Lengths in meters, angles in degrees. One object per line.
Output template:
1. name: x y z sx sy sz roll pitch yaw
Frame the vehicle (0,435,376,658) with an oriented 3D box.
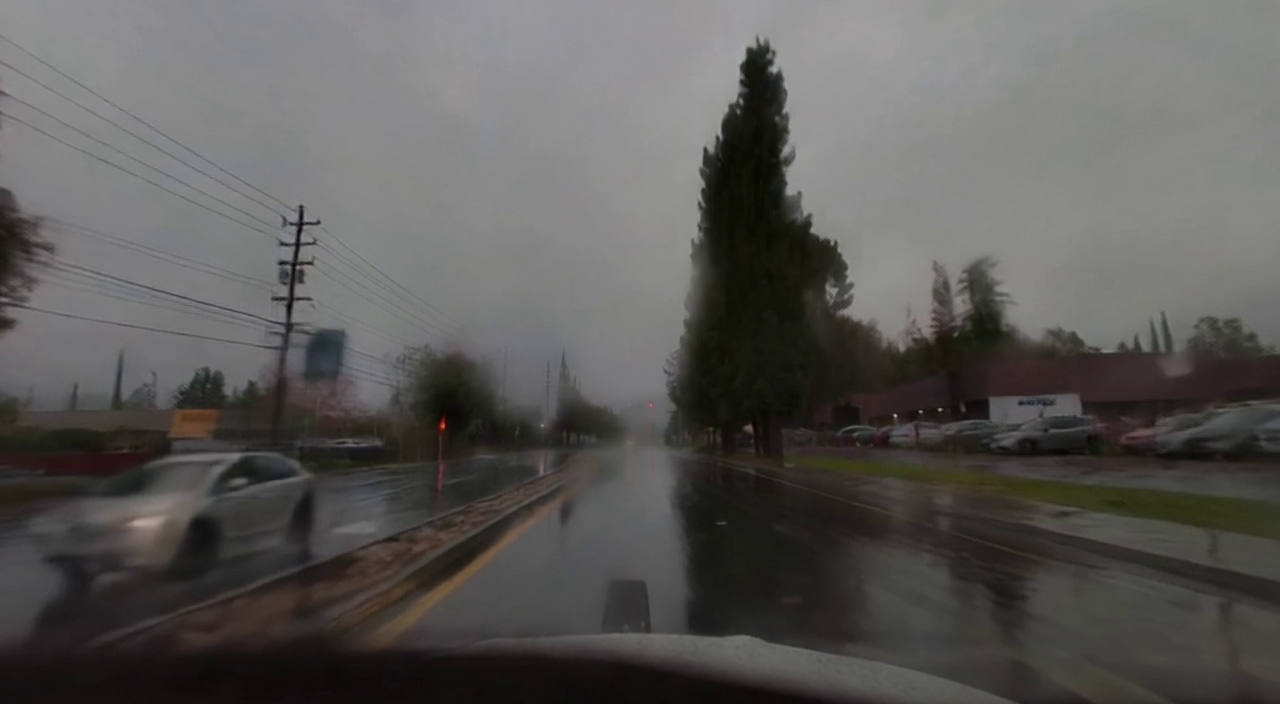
1. vehicle: -5.124 1.757 7.268 1.948 1.471 5.408 2 -7 -2
